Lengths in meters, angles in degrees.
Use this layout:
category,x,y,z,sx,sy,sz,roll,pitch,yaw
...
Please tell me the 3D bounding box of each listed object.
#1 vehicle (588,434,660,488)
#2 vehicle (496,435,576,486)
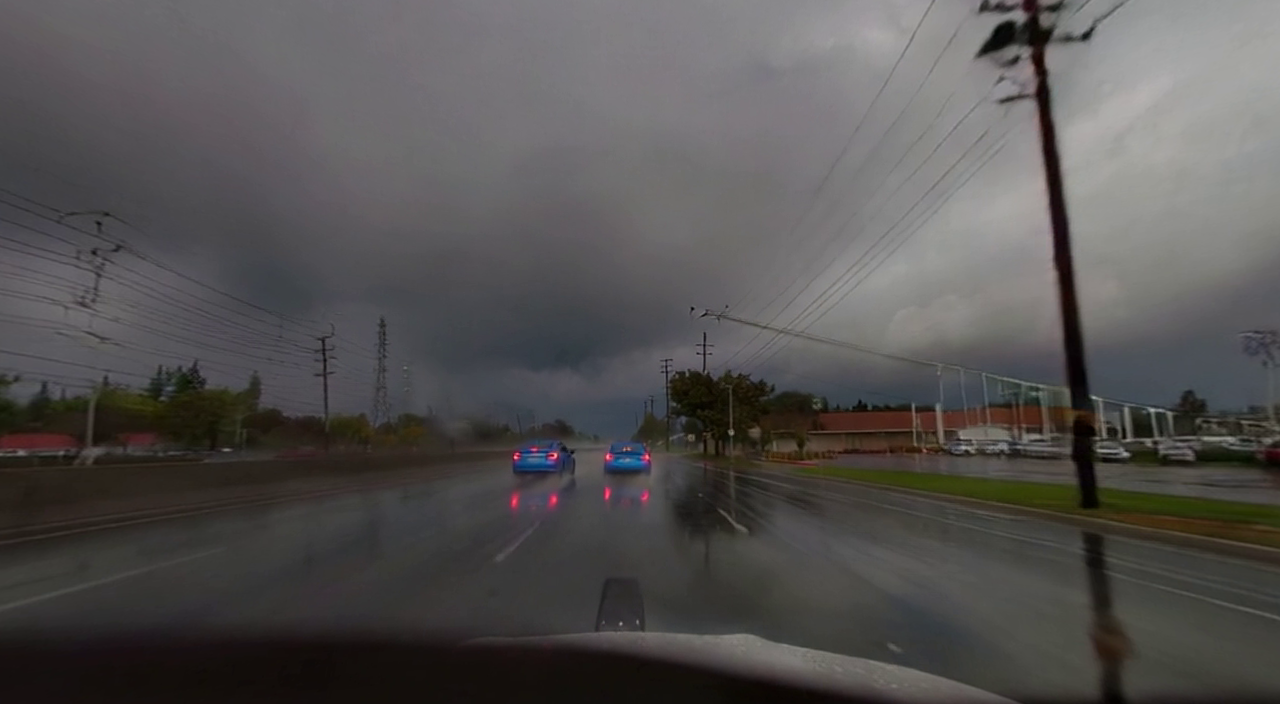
category,x,y,z,sx,sy,sz,roll,pitch,yaw
vehicle,-0.497,3.670,21.574,2.189,1.652,4.135,0,-9,0
vehicle,-3.591,3.866,22.757,1.985,1.607,4.892,0,-9,1
